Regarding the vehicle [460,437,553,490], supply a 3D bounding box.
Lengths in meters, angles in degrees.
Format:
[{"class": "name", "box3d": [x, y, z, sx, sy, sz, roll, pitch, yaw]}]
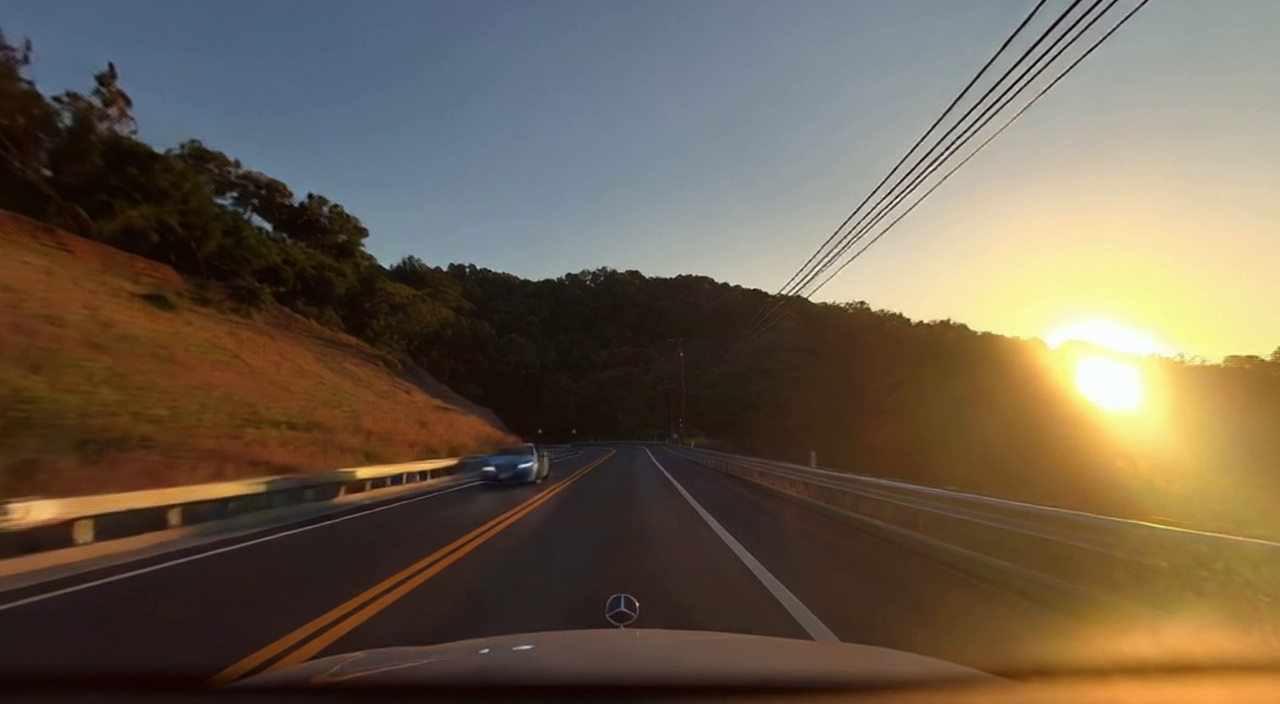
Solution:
[{"class": "vehicle", "box3d": [-4.173, 3.561, 20.498, 2.047, 1.486, 4.405, 0, -9, 0]}]
